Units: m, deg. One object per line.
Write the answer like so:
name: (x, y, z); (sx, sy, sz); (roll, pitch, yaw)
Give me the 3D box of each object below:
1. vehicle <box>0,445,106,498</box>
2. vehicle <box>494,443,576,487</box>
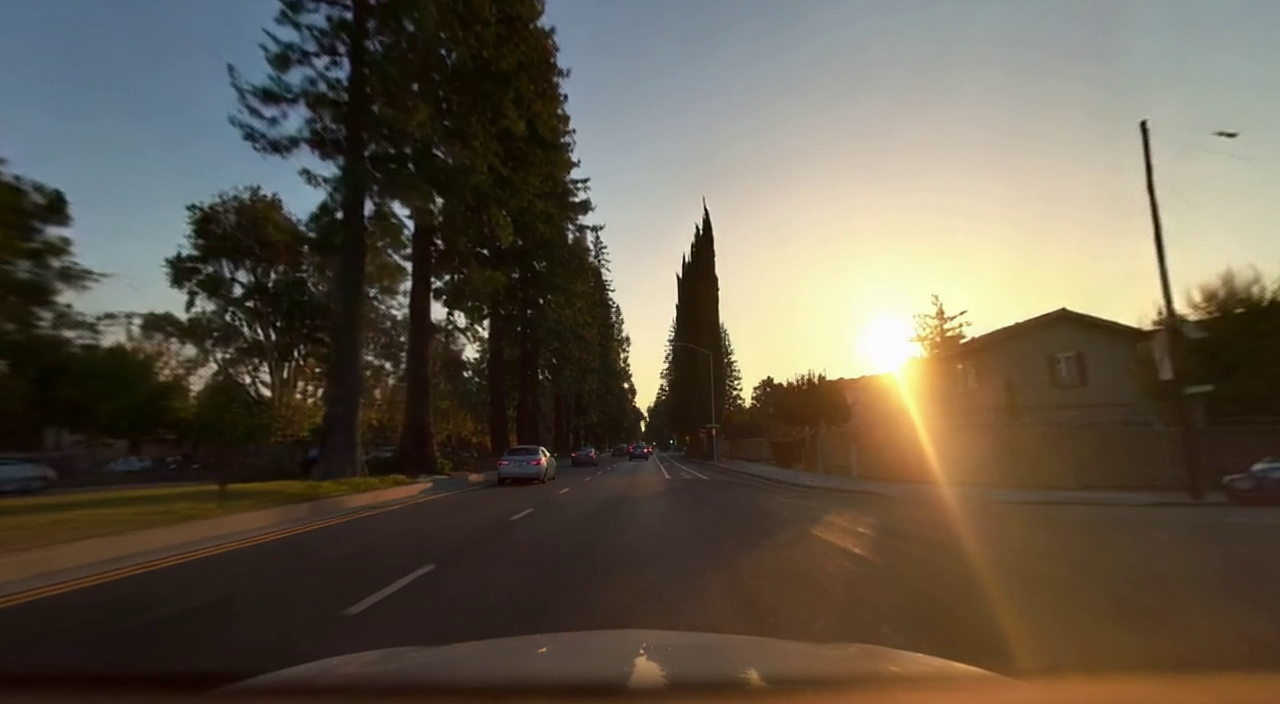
vehicle: (-20.081, 3.699, 19.757); (2.041, 1.566, 5.174); (0, -9, 1)
vehicle: (-3.746, 4.129, 23.425); (2.188, 1.473, 4.651); (0, -8, 1)
